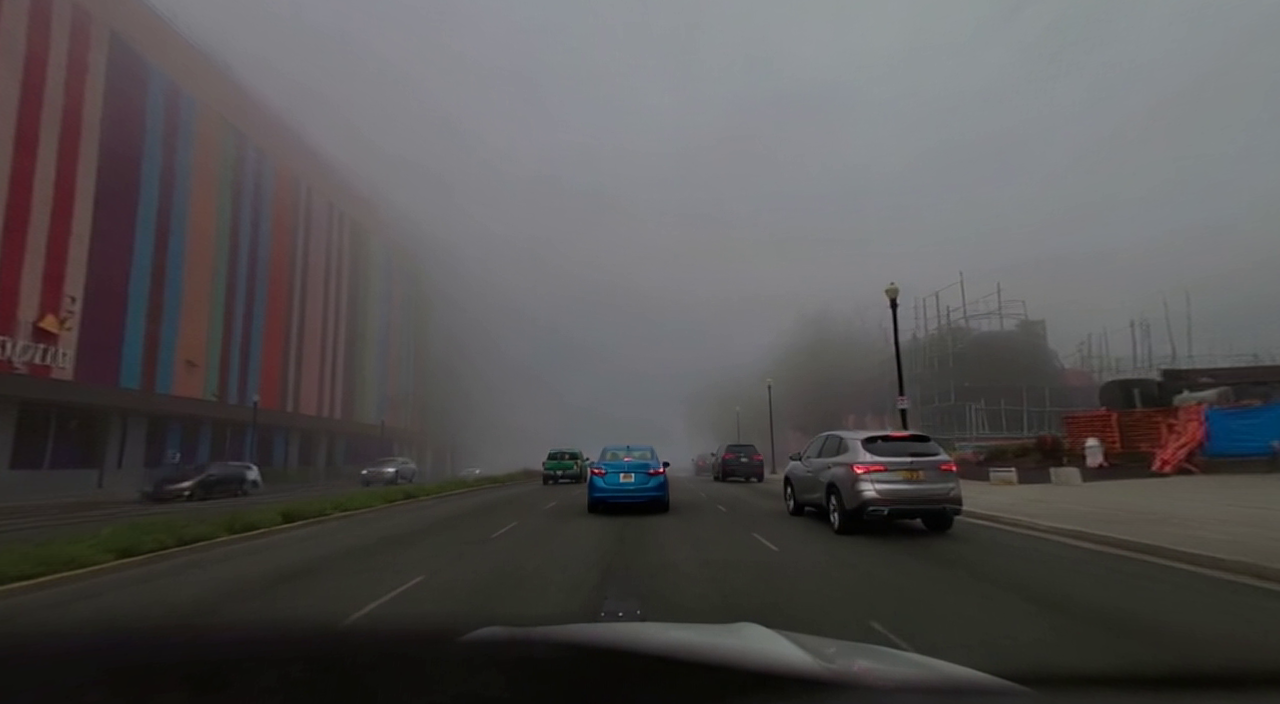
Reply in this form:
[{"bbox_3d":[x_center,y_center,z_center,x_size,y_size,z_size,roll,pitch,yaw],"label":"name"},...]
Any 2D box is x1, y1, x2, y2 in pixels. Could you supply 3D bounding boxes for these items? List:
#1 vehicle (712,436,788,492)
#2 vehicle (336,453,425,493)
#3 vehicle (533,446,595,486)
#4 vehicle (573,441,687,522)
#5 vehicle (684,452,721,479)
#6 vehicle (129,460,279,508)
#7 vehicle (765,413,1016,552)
[{"bbox_3d":[4.088,4.240,24.335,2.124,1.896,4.914,0,-8,1],"label":"vehicle"},{"bbox_3d":[-12.390,5.774,30.527,2.202,1.714,4.509,-1,-8,3],"label":"vehicle"},{"bbox_3d":[-3.462,5.284,29.557,2.201,1.691,4.305,0,-8,2],"label":"vehicle"},{"bbox_3d":[-0.148,2.757,14.029,2.131,1.496,4.193,0,-8,1],"label":"vehicle"},{"bbox_3d":[4.091,7.509,42.035,2.115,1.636,4.104,0,-8,2],"label":"vehicle"},{"bbox_3d":[-16.056,4.850,23.671,2.078,1.496,4.769,0,-8,2],"label":"vehicle"},{"bbox_3d":[3.760,2.062,10.745,2.185,1.797,4.934,0,-8,-1],"label":"vehicle"}]
